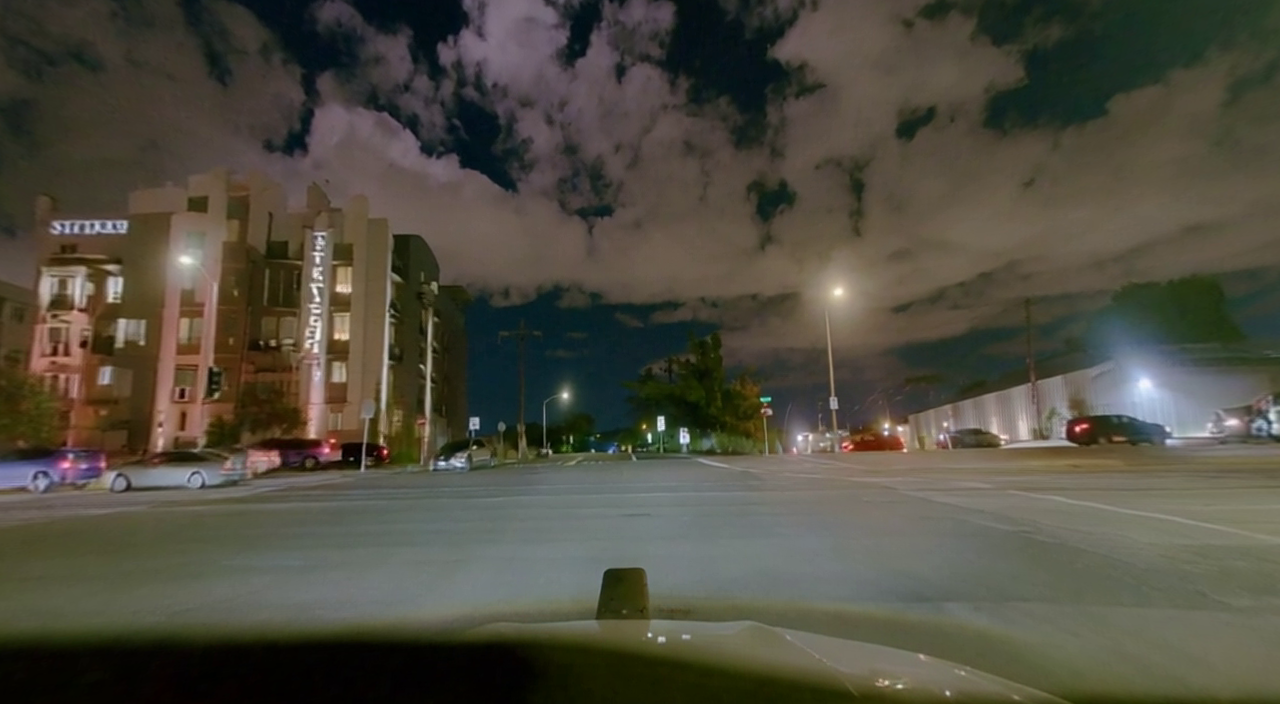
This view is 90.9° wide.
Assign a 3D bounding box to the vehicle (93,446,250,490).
[{"bbox_3d":[-16.381,4.043,22.160,4.233,1.432,1.755,-1,-9,6],"label":"vehicle"}]

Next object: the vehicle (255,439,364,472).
[{"bbox_3d":[-17.421,5.441,33.431,2.010,1.583,4.582,-6,-10,34],"label":"vehicle"}]

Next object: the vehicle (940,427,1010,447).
[{"bbox_3d":[25.884,6.609,48.719,4.323,1.507,1.896,0,-8,-4],"label":"vehicle"}]

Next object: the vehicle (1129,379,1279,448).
[{"bbox_3d":[33.443,3.405,34.793,10.986,3.604,2.707,0,-9,-5],"label":"vehicle"}]

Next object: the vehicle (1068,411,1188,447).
[{"bbox_3d":[29.242,4.630,37.906,5.277,2.032,2.408,1,-7,-3],"label":"vehicle"}]

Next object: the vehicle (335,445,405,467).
[{"bbox_3d":[-19.791,7.651,46.363,4.277,1.527,1.987,0,-8,-3],"label":"vehicle"}]

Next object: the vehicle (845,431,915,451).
[{"bbox_3d":[18.360,6.783,48.331,4.528,1.458,1.939,1,-7,-4],"label":"vehicle"}]

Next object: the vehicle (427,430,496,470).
[{"bbox_3d":[-8.353,4.713,29.992,2.156,1.620,4.945,3,-10,-4],"label":"vehicle"}]

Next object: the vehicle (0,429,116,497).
[{"bbox_3d":[-21.526,3.936,22.590,3.506,2.261,2.158,-1,-8,5],"label":"vehicle"}]
